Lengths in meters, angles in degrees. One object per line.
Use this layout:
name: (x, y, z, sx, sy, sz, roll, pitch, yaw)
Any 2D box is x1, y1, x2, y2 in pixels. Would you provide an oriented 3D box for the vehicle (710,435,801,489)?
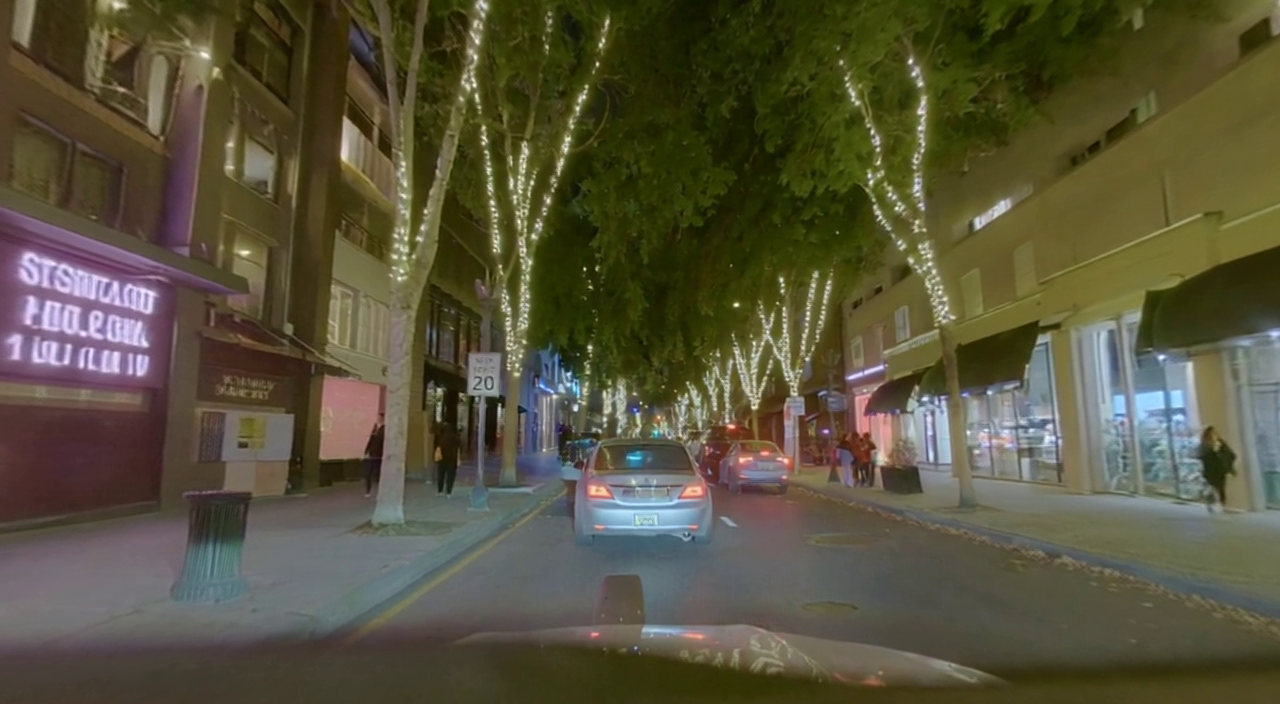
vehicle: (3.576, 3.507, 20.450, 2.025, 1.523, 4.426, 0, -9, -1)

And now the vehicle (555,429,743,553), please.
vehicle: (0.062, 1.984, 9.730, 2.261, 1.474, 4.130, 0, -9, -1)
